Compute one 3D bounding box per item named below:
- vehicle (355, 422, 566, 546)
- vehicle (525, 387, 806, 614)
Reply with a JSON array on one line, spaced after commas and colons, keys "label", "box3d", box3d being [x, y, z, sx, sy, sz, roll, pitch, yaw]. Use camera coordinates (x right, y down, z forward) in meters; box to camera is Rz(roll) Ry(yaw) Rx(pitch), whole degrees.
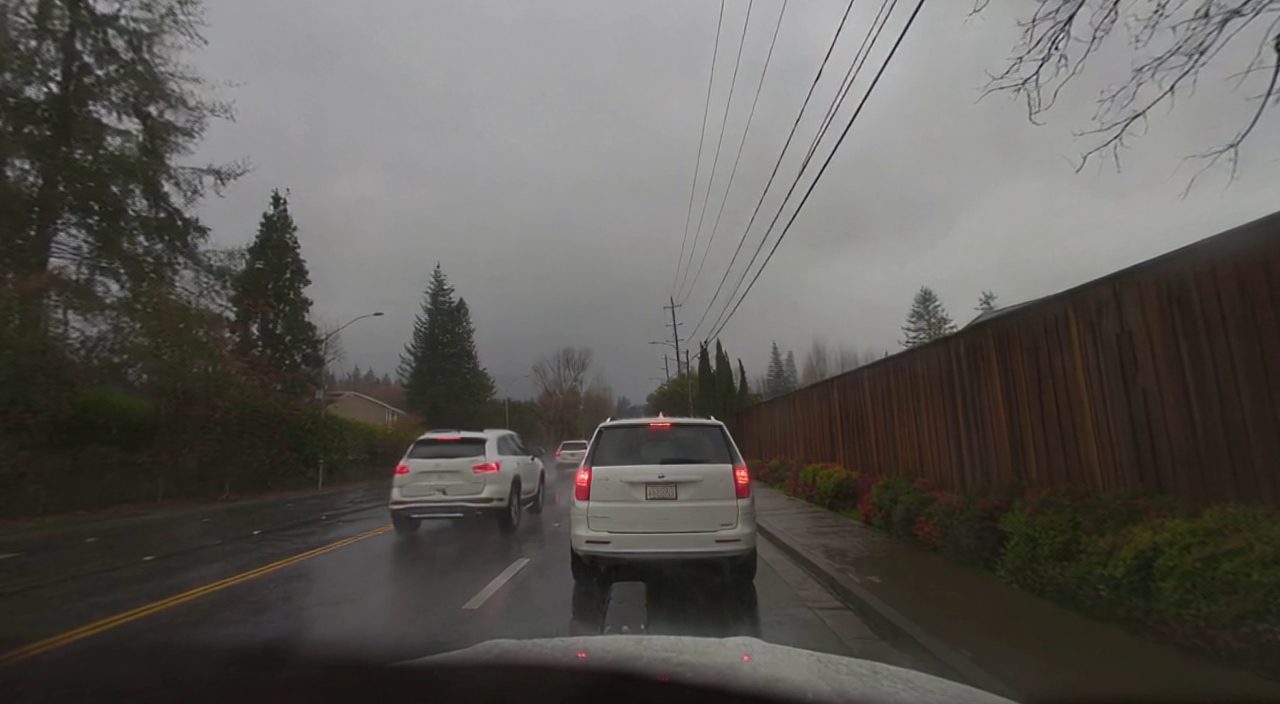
[{"label": "vehicle", "box3d": [-2.716, 2.144, 10.942, 2.176, 1.653, 4.666, 0, -9, 2]}, {"label": "vehicle", "box3d": [0.195, 1.461, 7.028, 2.174, 1.749, 4.113, 0, -9, 0]}]
